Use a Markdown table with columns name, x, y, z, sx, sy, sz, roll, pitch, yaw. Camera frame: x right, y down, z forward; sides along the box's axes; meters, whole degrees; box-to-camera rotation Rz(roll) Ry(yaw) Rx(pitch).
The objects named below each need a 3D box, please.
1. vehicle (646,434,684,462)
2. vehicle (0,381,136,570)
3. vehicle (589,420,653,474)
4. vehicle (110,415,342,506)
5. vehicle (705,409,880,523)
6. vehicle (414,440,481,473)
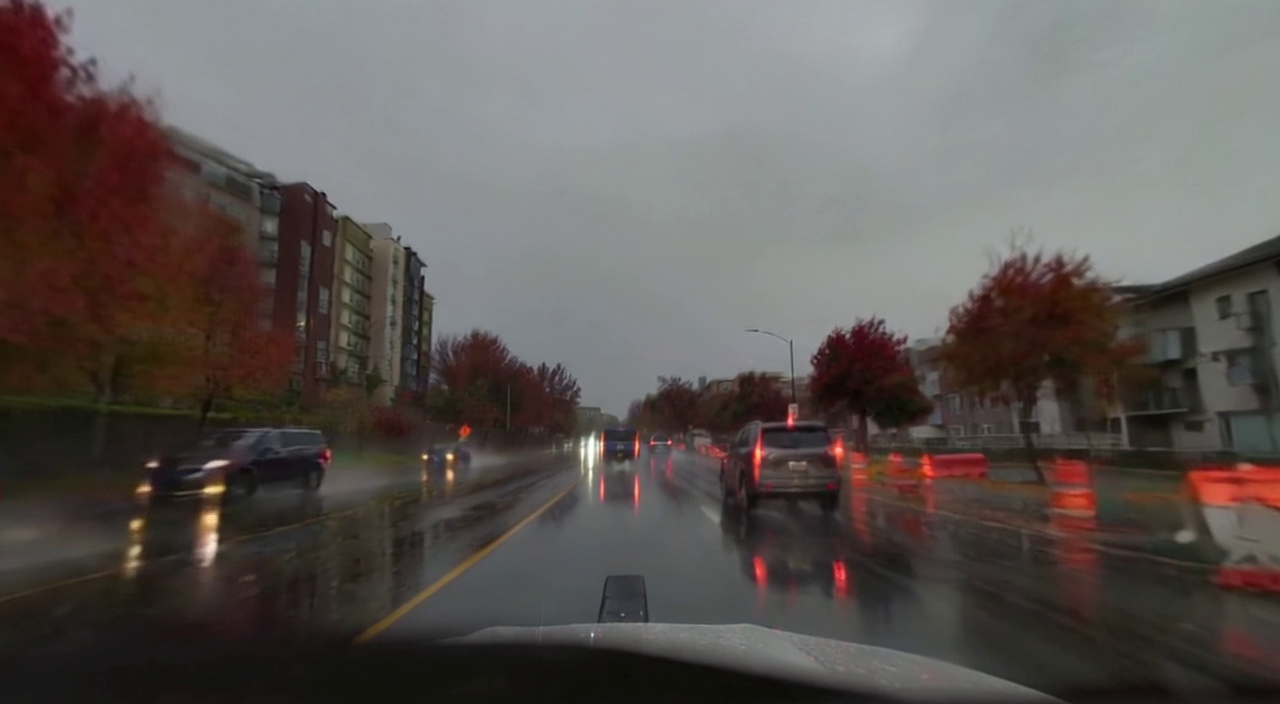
| name | x | y | z | sx | sy | sz | roll | pitch | yaw |
| --- | --- | --- | --- | --- | --- | --- | --- | --- | --- |
| vehicle | 1.715 | 6.832 | 44.602 | 2.187 | 1.835 | 5.471 | 1 | -8 | -3 |
| vehicle | -7.689 | 1.132 | 5.256 | 2.296 | 1.911 | 5.688 | -2 | -8 | -1 |
| vehicle | -0.936 | 4.570 | 30.304 | 2.762 | 2.309 | 6.723 | 1 | -9 | -2 |
| vehicle | -10.050 | 2.687 | 15.932 | 2.192 | 1.923 | 4.970 | 0 | -9 | 5 |
| vehicle | 2.768 | 2.275 | 13.032 | 2.120 | 1.828 | 5.531 | 0 | -9 | -1 |
| vehicle | -9.666 | 5.266 | 31.885 | 1.997 | 1.512 | 4.322 | 0 | -9 | 1 |
